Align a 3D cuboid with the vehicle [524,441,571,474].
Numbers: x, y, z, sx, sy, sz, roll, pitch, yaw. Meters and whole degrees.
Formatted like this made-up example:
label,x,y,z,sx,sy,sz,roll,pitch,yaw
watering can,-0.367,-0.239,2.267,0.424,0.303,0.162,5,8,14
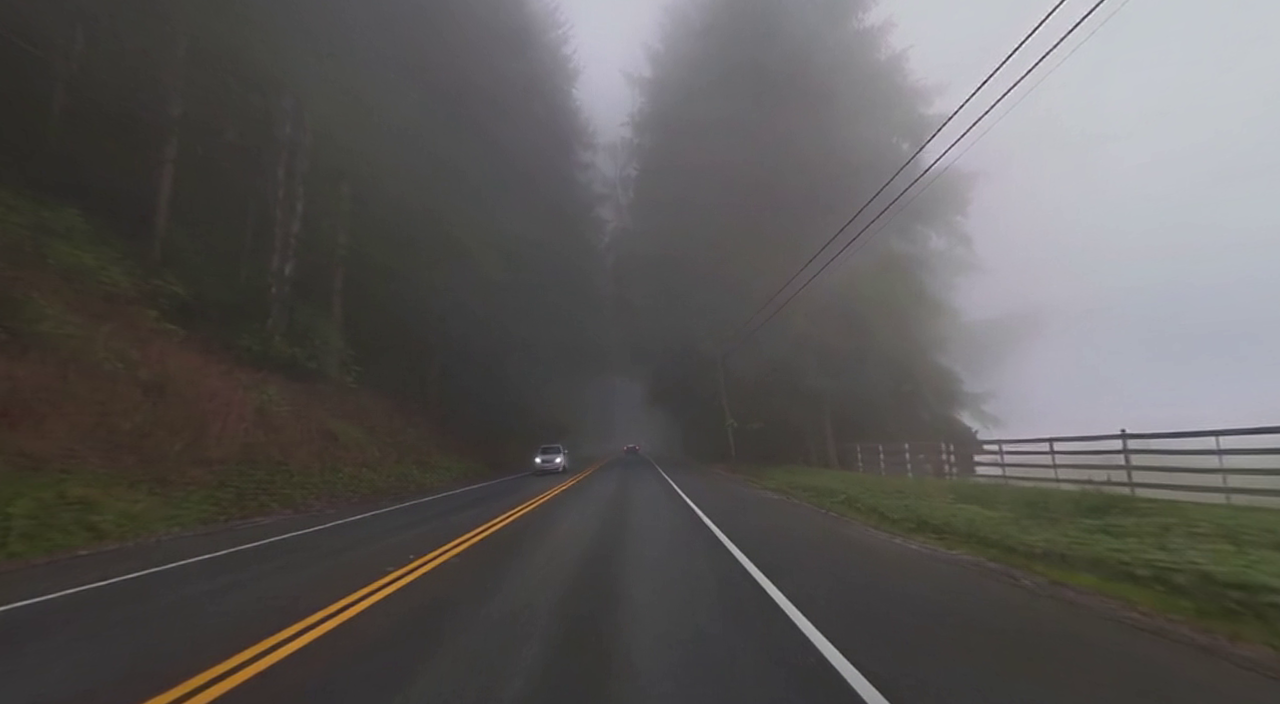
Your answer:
label,x,y,z,sx,sy,sz,roll,pitch,yaw
vehicle,-5.184,5.975,35.857,1.998,1.724,4.296,0,-9,0
